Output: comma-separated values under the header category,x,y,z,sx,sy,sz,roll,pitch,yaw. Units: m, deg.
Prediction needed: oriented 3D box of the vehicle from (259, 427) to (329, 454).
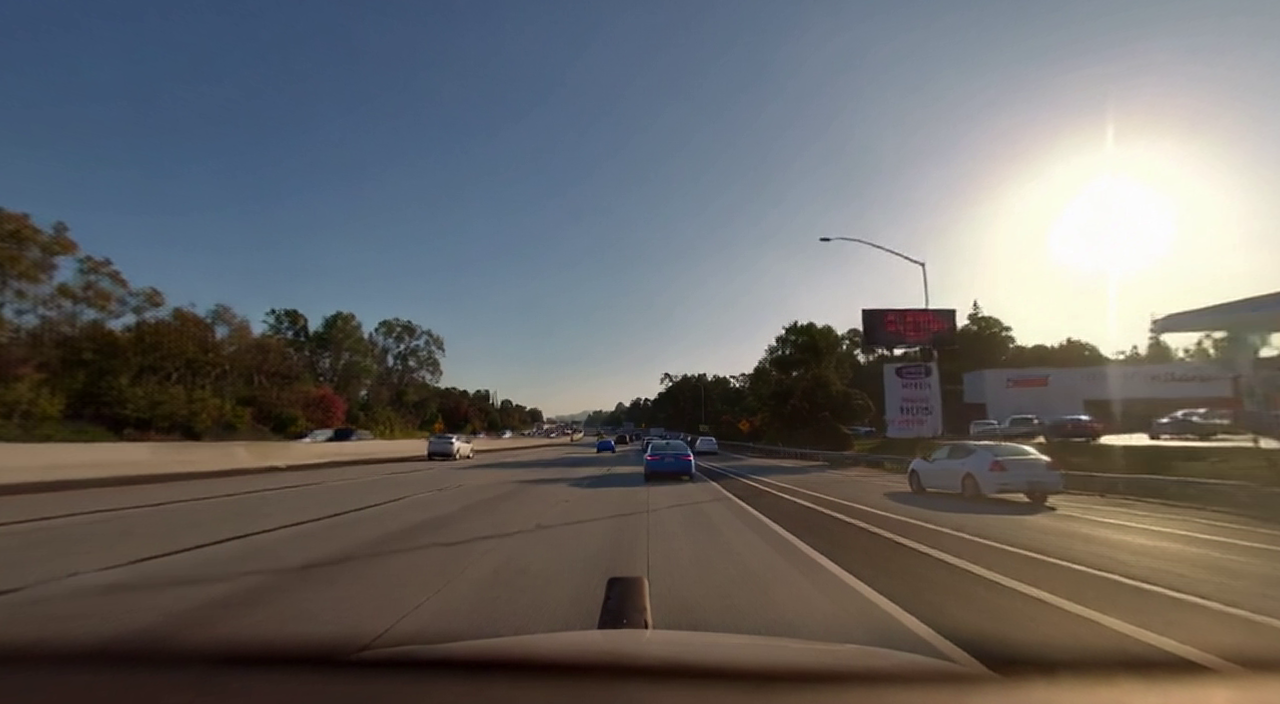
category,x,y,z,sx,sy,sz,roll,pitch,yaw
vehicle,-24.744,6.383,45.364,1.983,1.756,5.268,-1,-8,1

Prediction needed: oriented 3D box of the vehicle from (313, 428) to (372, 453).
category,x,y,z,sx,sy,sz,roll,pitch,yaw
vehicle,-20.984,6.306,44.688,1.901,1.635,4.548,0,-8,1

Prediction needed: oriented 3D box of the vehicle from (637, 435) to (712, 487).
category,x,y,z,sx,sy,sz,roll,pitch,yaw
vehicle,0.966,3.378,19.891,2.113,1.464,4.073,0,-8,0

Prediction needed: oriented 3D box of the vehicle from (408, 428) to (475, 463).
category,x,y,z,sx,sy,sz,roll,pitch,yaw
vehicle,-10.308,4.915,33.131,1.950,1.664,4.403,-1,-8,2

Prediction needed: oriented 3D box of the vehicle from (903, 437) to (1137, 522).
category,x,y,z,sx,sy,sz,roll,pitch,yaw
vehicle,7.461,2.513,13.063,2.030,1.442,4.358,0,-8,-2
